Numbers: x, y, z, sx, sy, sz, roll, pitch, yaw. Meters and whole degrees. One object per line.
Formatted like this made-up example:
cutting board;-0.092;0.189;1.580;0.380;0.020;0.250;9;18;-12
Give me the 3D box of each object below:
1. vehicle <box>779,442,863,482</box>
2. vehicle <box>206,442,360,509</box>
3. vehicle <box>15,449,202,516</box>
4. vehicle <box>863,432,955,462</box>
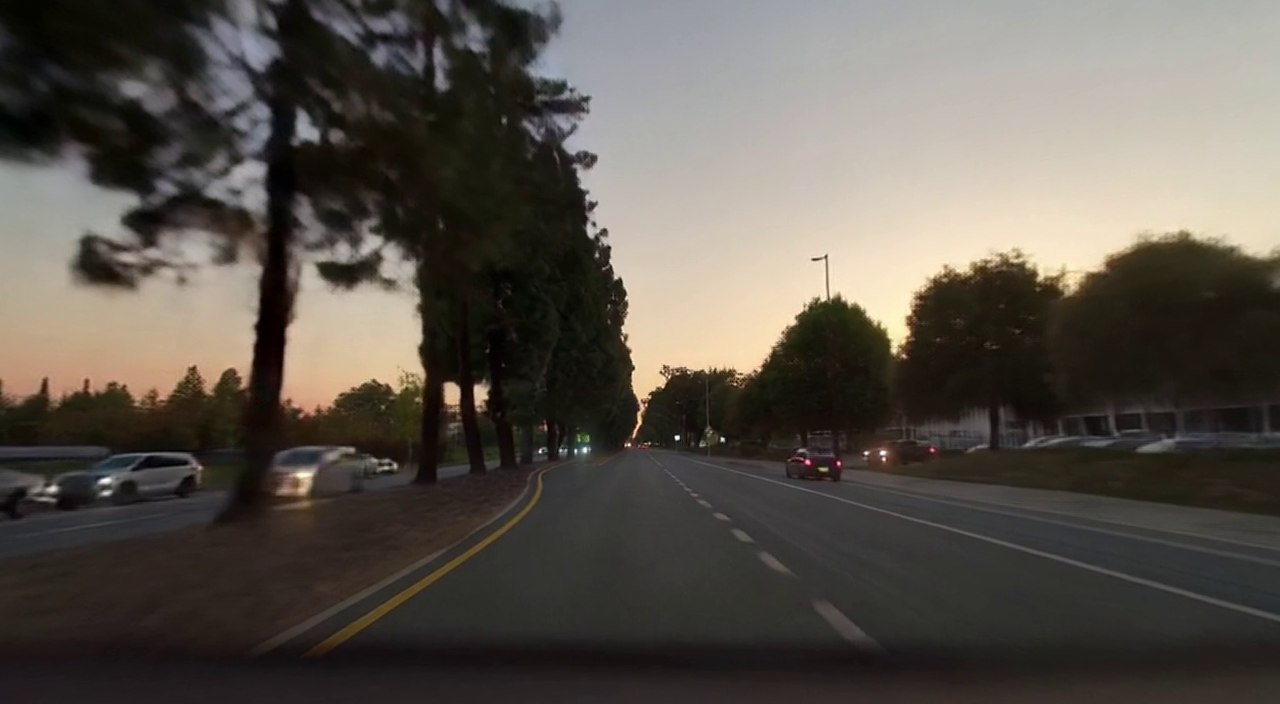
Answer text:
vehicle;7.197;4.409;25.652;1.961;1.465;4.468;0;-8;-2
vehicle;-9.670;3.326;17.549;1.972;1.626;3.940;0;-8;0
vehicle;-17.865;4.327;21.714;1.926;1.684;5.378;-3;-6;-1
vehicle;16.626;5.886;39.223;4.807;1.768;1.947;0;-8;2
